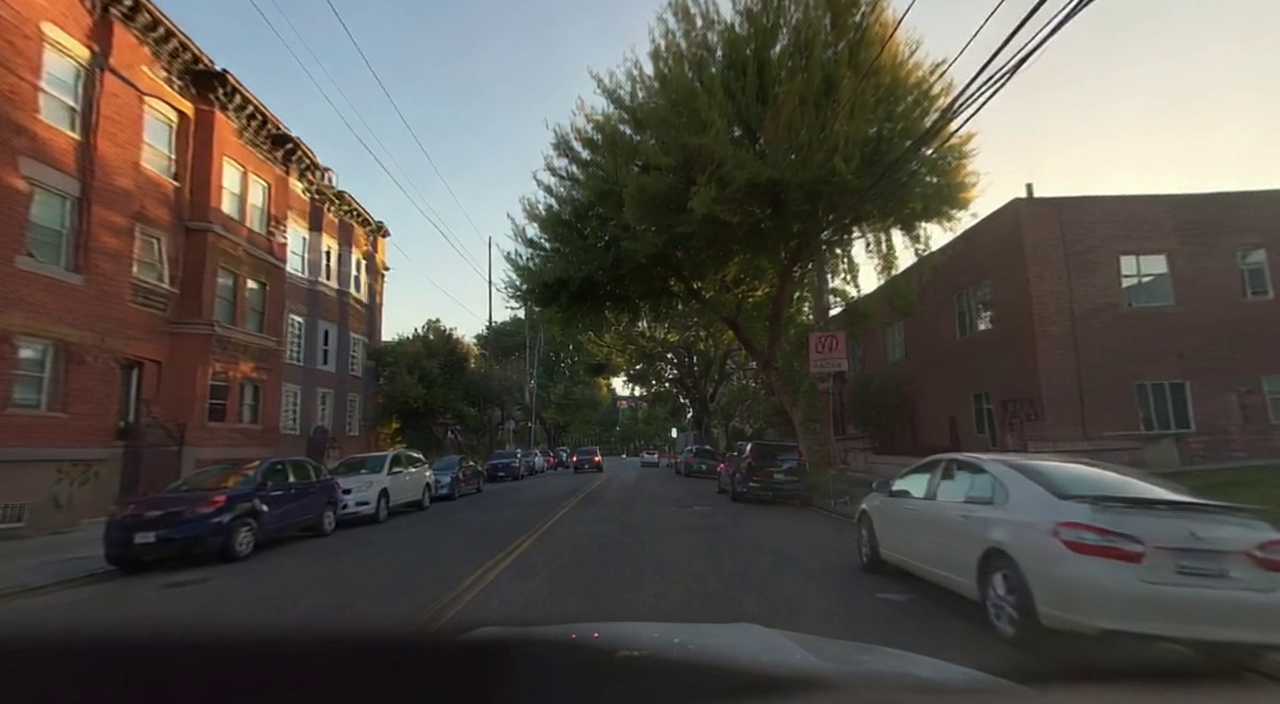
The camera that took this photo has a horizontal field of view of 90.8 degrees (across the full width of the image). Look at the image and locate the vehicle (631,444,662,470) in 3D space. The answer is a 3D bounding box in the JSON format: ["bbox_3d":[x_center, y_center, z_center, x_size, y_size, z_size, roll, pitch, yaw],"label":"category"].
[{"bbox_3d":[0.407,7.477,44.991,2.059,1.736,3.994,0,-9,-1],"label":"vehicle"}]

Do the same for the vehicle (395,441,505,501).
[{"bbox_3d":[-6.703,4.244,23.177,2.263,1.882,5.706,0,-9,0],"label":"vehicle"}]

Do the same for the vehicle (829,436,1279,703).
[{"bbox_3d":[3.305,1.507,5.458,1.885,1.464,4.466,0,-9,-1],"label":"vehicle"}]

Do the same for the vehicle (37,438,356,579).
[{"bbox_3d":[-6.774,2.370,10.598,1.930,1.756,4.955,0,-9,-3],"label":"vehicle"}]

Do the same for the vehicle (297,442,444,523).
[{"bbox_3d":[-6.706,3.249,16.343,1.925,1.759,4.396,0,-9,-1],"label":"vehicle"}]

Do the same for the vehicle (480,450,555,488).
[{"bbox_3d":[-5.557,5.152,28.236,1.994,1.510,4.802,4,-10,-27],"label":"vehicle"}]

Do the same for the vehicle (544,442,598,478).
[{"bbox_3d":[-3.723,5.939,34.982,2.236,1.834,4.743,-1,-9,3],"label":"vehicle"}]

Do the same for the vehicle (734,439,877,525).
[{"bbox_3d":[3.370,2.732,13.838,1.895,1.553,4.235,0,-9,-1],"label":"vehicle"}]
